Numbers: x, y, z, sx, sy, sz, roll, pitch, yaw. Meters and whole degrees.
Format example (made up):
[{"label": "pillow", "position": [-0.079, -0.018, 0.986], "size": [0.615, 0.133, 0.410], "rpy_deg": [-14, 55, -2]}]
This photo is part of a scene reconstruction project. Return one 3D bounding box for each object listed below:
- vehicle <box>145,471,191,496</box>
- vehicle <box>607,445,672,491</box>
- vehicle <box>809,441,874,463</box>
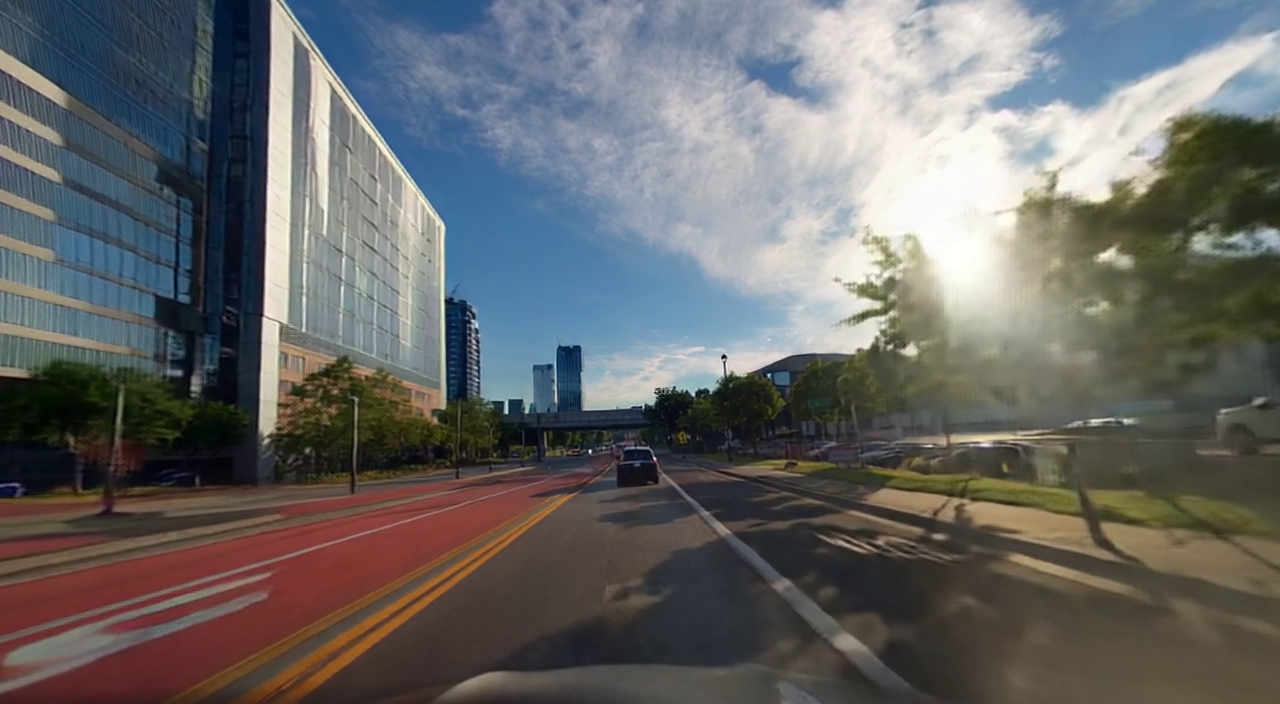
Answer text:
[{"label": "vehicle", "position": [-32.458, 9.019, 43.282], "size": [1.970, 1.476, 3.940], "rpy_deg": [8, -12, -42]}, {"label": "vehicle", "position": [-0.095, 3.994, 22.078], "size": [2.063, 1.442, 4.135], "rpy_deg": [0, -9, -2]}, {"label": "vehicle", "position": [14.373, 7.130, 45.051], "size": [4.003, 1.476, 1.884], "rpy_deg": [-2, -8, 2]}]
